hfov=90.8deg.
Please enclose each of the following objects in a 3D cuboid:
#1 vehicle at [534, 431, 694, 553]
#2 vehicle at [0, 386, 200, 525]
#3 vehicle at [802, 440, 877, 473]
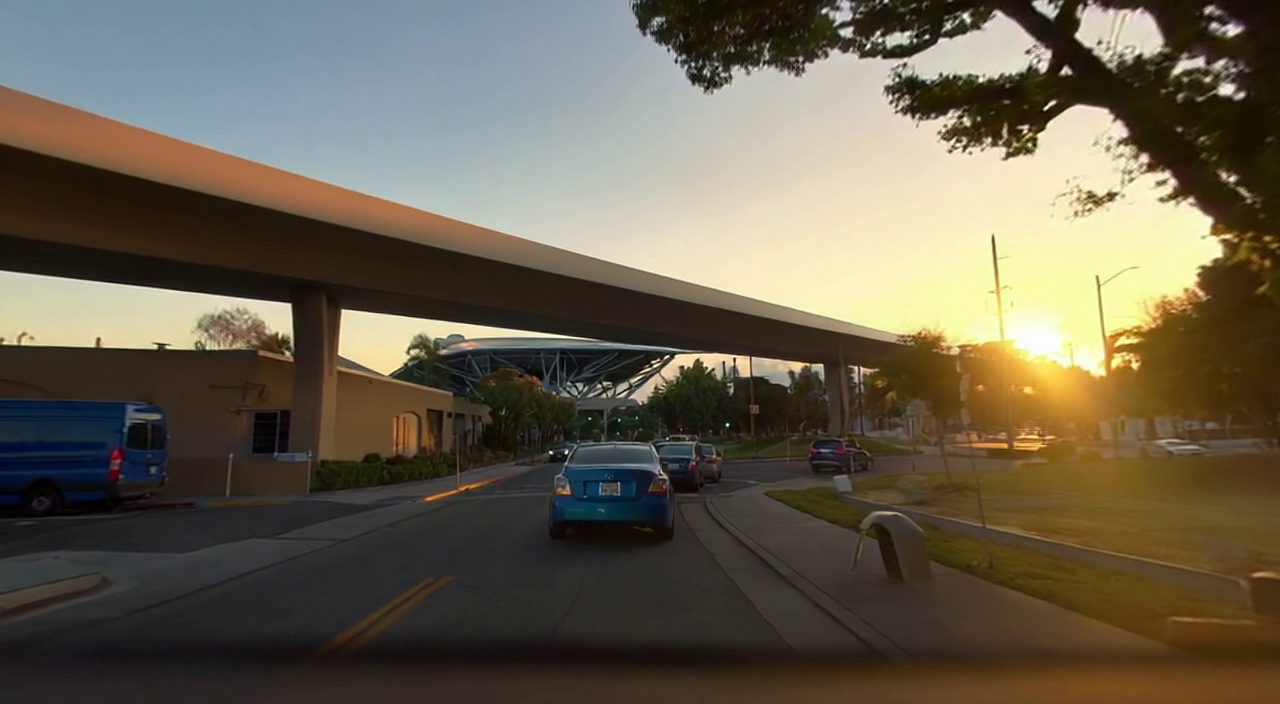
[{"bbox_3d":[-0.277,2.190,10.666,2.087,1.578,4.652,0,-8,2],"label":"vehicle"},{"bbox_3d":[-13.546,2.279,14.092,5.356,2.762,2.644,0,-9,1],"label":"vehicle"},{"bbox_3d":[11.774,6.115,37.257,4.425,1.828,2.032,7,-11,-38],"label":"vehicle"}]
